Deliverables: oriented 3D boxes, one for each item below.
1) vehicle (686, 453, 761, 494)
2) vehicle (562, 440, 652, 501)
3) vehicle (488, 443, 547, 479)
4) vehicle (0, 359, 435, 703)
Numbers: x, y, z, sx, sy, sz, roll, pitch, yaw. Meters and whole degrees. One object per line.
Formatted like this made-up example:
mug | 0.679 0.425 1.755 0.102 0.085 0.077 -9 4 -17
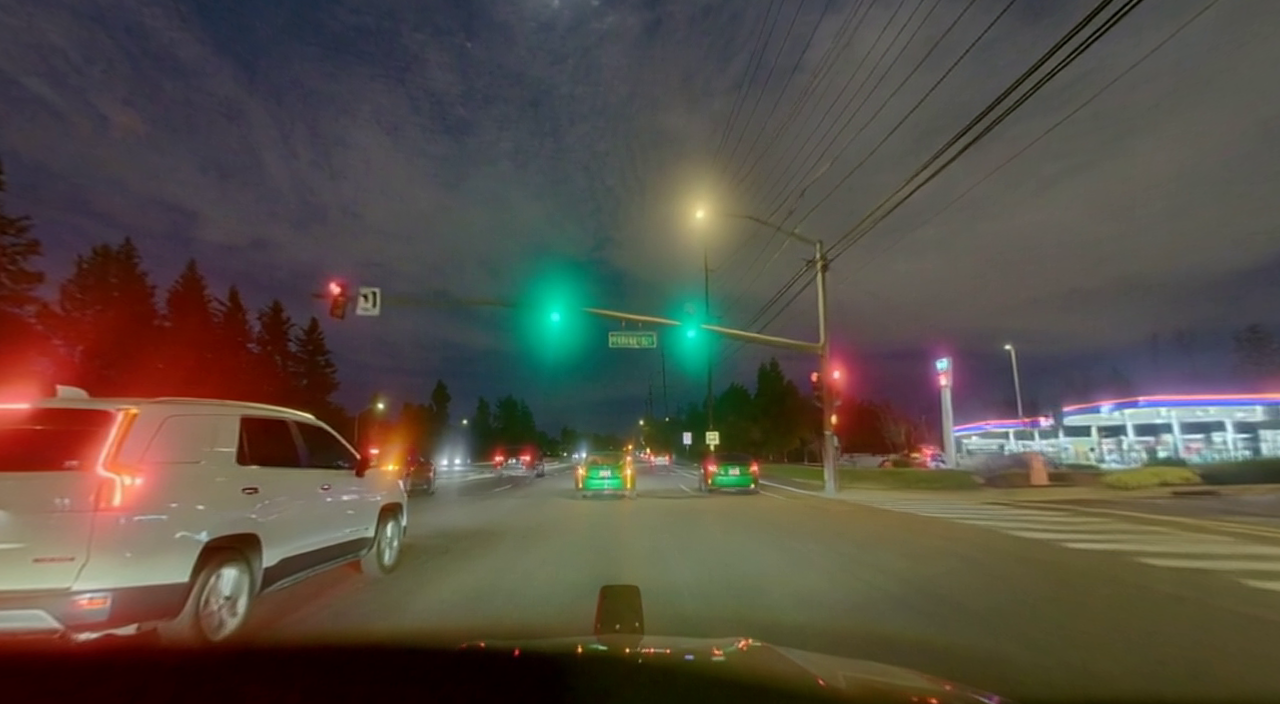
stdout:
vehicle | 2.930 4.375 23.127 2.065 1.302 4.416 0 -9 -1
vehicle | -0.809 3.191 17.412 2.189 1.437 4.135 0 -9 0
vehicle | -7.027 6.336 36.929 2.385 1.918 5.056 0 -9 0
vehicle | -3.422 1.191 5.261 1.922 1.642 4.547 0 -9 -1
